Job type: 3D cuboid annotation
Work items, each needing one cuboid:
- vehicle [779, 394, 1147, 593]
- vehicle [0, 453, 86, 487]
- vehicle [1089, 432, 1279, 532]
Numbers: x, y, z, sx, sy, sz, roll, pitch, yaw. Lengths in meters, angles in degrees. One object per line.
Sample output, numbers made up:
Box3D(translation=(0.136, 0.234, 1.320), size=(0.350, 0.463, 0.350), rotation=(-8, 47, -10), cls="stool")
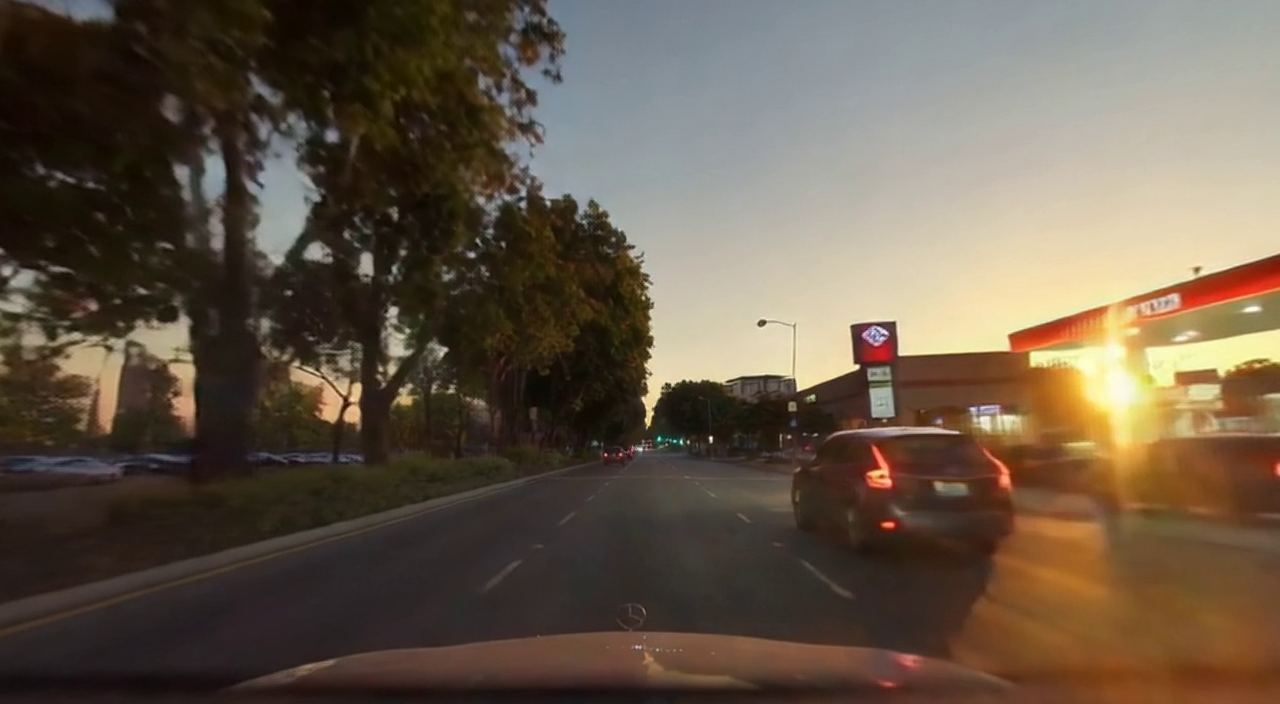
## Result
Box3D(translation=(3.436, 1.638, 8.124), size=(2.151, 1.771, 4.792), rotation=(0, -9, 0), cls="vehicle")
Box3D(translation=(-31.183, 6.066, 32.170), size=(4.188, 1.365, 1.883), rotation=(-6, -8, 3), cls="vehicle")
Box3D(translation=(11.231, 2.328, 11.589), size=(4.359, 1.656, 1.894), rotation=(-1, -9, 3), cls="vehicle")
